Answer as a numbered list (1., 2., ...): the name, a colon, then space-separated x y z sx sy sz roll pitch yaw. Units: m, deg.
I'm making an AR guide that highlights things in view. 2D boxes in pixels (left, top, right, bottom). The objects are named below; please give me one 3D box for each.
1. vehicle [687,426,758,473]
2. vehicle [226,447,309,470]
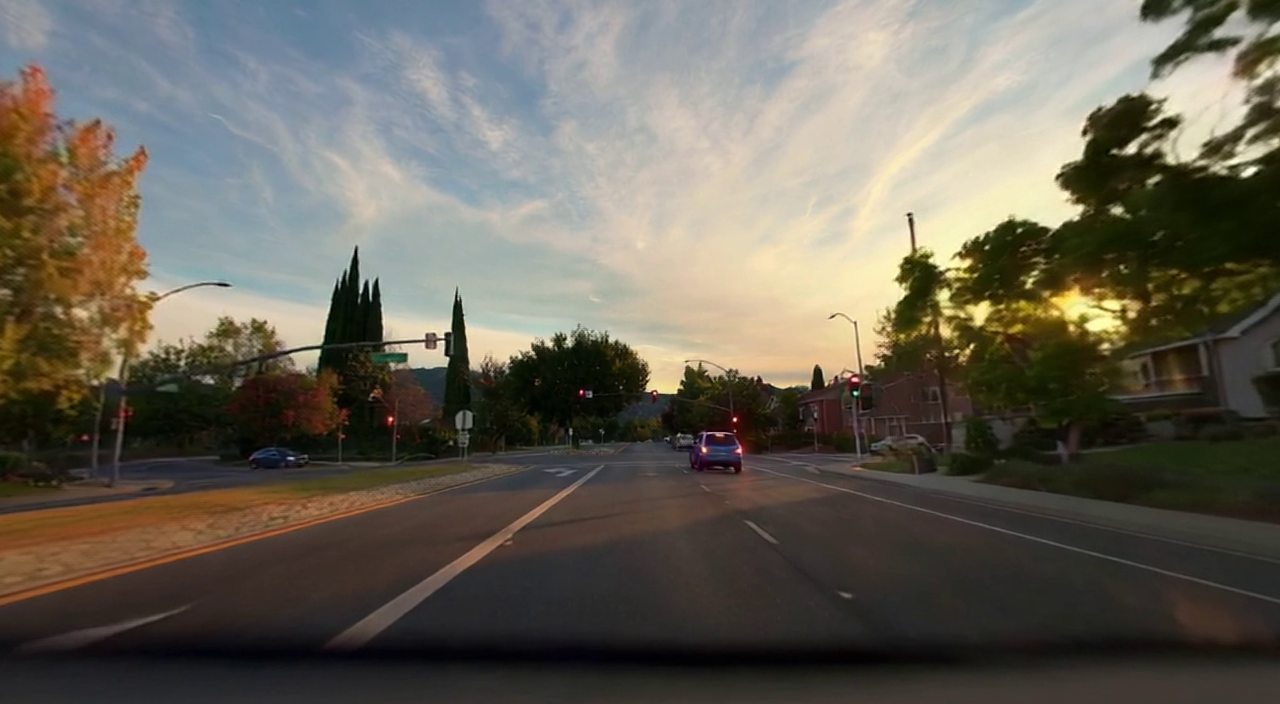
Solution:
1. vehicle: 3.359 4.126 26.875 2.229 1.795 4.927 0 -9 -2
2. vehicle: -27.002 7.723 45.916 4.737 1.659 2.042 0 -9 -2
